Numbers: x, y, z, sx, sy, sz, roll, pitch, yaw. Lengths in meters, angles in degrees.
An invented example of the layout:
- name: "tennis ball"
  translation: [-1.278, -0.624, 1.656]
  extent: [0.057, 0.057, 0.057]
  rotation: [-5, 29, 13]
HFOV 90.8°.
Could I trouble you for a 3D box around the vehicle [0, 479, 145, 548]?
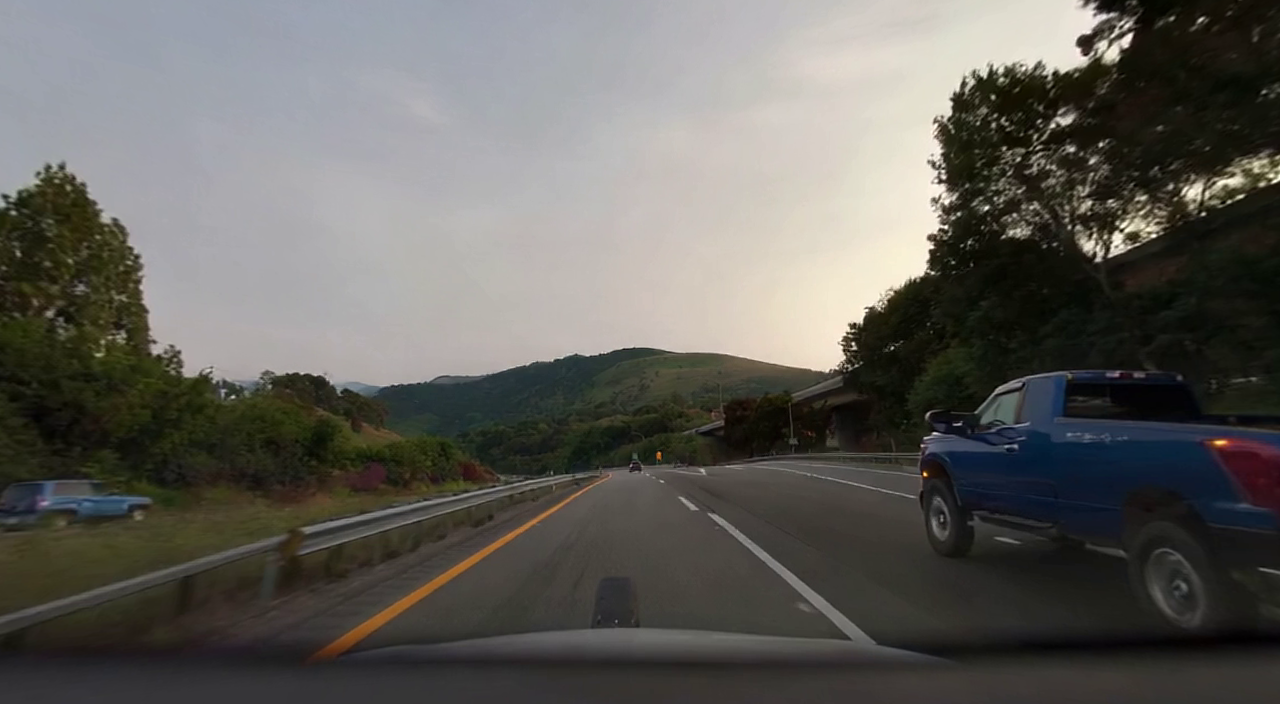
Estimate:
- name: "vehicle"
  translation: [-22.317, 5.940, 23.839]
  extent: [2.573, 1.976, 5.651]
  rotation: [0, -9, 1]
